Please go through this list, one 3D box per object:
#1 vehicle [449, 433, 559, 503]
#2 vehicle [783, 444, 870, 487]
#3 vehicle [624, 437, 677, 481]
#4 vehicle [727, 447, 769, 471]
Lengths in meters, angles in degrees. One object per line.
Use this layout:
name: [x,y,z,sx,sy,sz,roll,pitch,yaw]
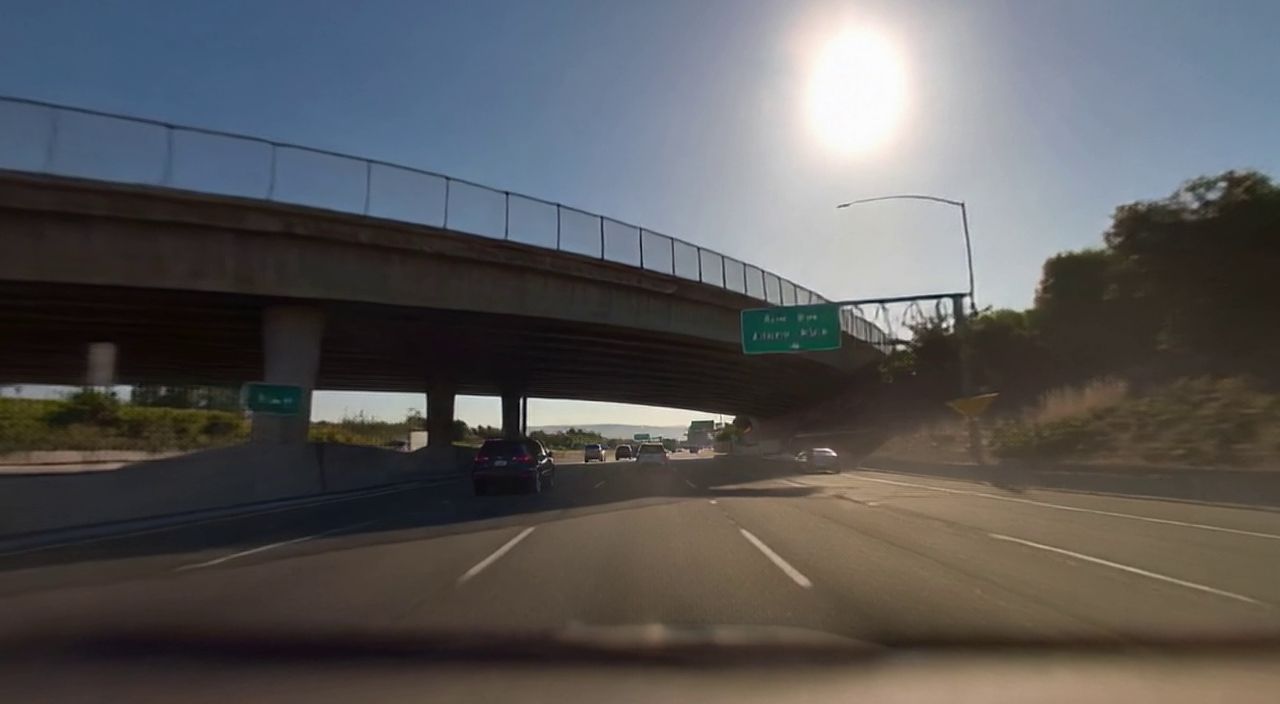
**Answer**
vehicle: [-3.774,3.311,18.345,2.142,1.759,4.297,0,-9,2]
vehicle: [6.977,4.280,24.058,1.936,1.480,4.373,0,-9,0]
vehicle: [0.494,4.987,29.594,2.270,1.862,4.949,0,-9,1]
vehicle: [7.044,7.032,41.529,2.005,1.456,4.287,0,-9,0]
